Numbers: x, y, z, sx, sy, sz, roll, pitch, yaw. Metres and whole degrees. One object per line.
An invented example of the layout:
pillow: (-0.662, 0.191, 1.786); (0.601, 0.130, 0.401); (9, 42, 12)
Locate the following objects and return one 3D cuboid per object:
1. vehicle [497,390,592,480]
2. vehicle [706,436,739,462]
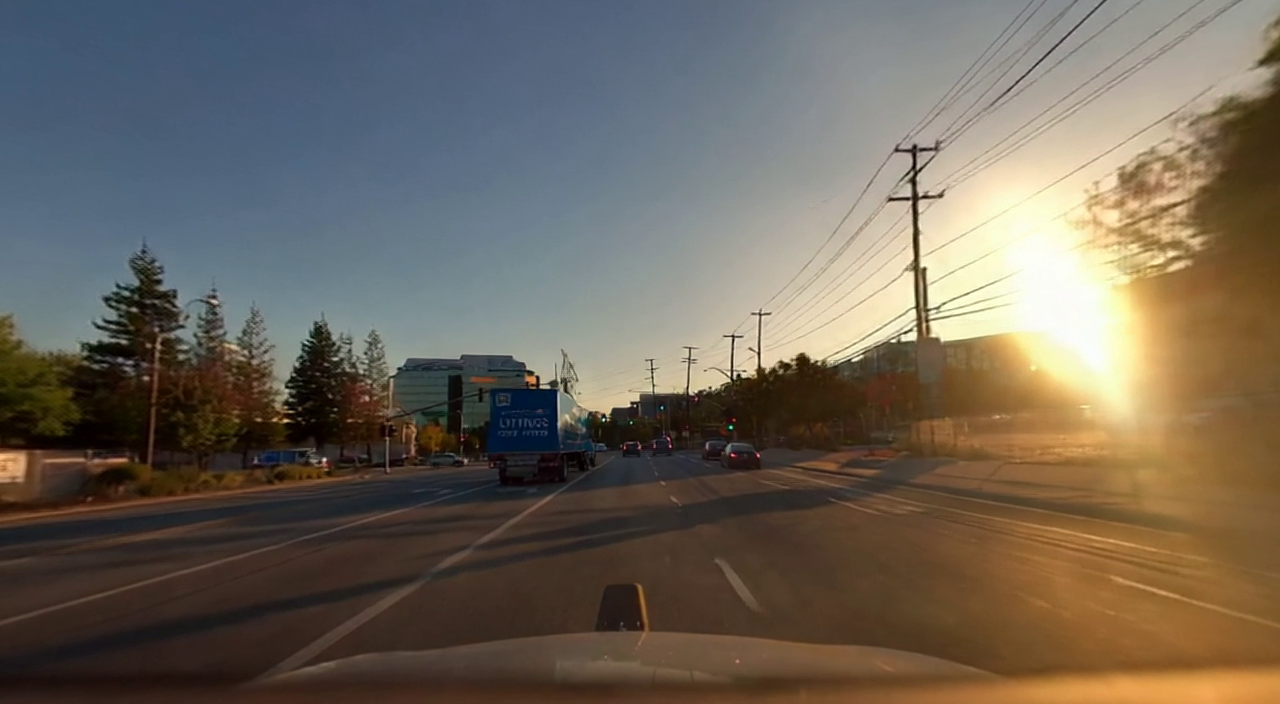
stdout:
vehicle: (-3.875, 3.693, 27.742); (2.889, 3.347, 8.285); (0, -9, 0)
vehicle: (5.675, 6.727, 43.874); (2.102, 1.662, 4.533); (-1, -9, 5)
